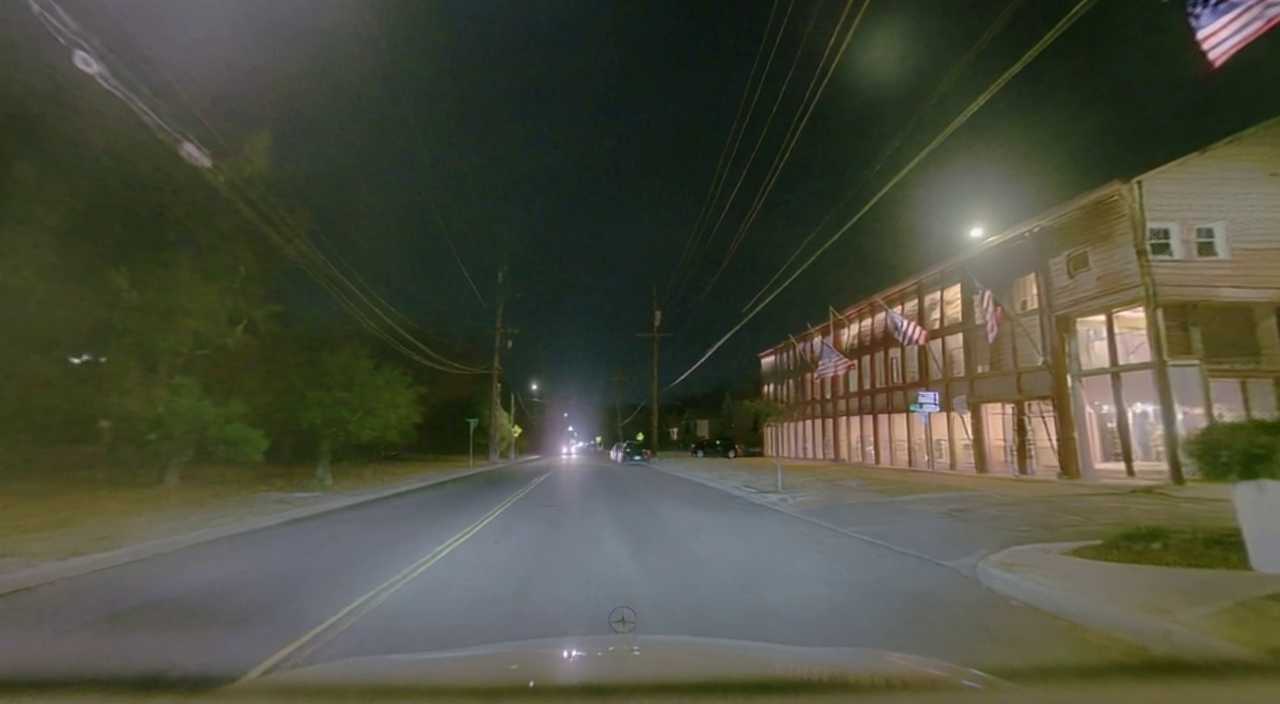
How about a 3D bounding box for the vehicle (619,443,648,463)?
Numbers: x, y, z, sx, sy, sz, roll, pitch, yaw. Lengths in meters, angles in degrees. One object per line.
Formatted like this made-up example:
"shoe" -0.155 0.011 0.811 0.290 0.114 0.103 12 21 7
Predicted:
"vehicle" -0.530 7.774 48.976 1.941 1.460 4.206 1 -9 -5
